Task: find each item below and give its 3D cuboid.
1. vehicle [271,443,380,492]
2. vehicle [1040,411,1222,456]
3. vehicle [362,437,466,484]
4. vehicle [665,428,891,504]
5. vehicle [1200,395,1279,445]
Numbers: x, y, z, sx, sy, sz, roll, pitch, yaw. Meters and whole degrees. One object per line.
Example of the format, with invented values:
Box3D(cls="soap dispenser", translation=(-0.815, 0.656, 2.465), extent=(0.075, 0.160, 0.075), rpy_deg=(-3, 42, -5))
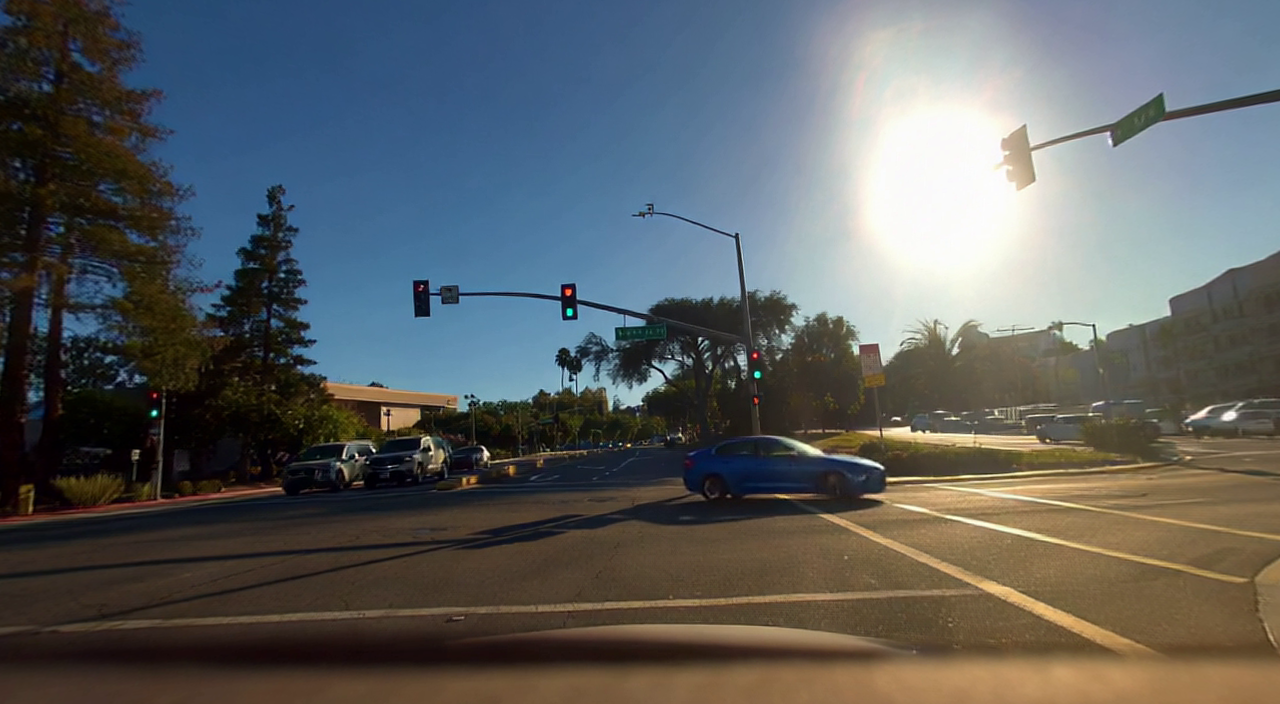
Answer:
Box3D(cls="vehicle", translation=(-13.761, 5.063, 28.070), extent=(2.306, 1.957, 4.968), rpy_deg=(0, -9, -1))
Box3D(cls="vehicle", translation=(16.955, 2.900, 22.100), extent=(4.560, 1.453, 1.851), rpy_deg=(-3, -9, 18))
Box3D(cls="vehicle", translation=(-10.129, 4.922, 28.984), extent=(2.664, 1.940, 5.702), rpy_deg=(0, -9, 0))
Box3D(cls="vehicle", translation=(3.088, 2.560, 14.506), extent=(4.592, 1.470, 2.071), rpy_deg=(-6, -10, 32))
Box3D(cls="vehicle", translation=(25.216, 2.884, 25.880), extent=(2.098, 1.857, 4.861), rpy_deg=(-5, -10, 27))
